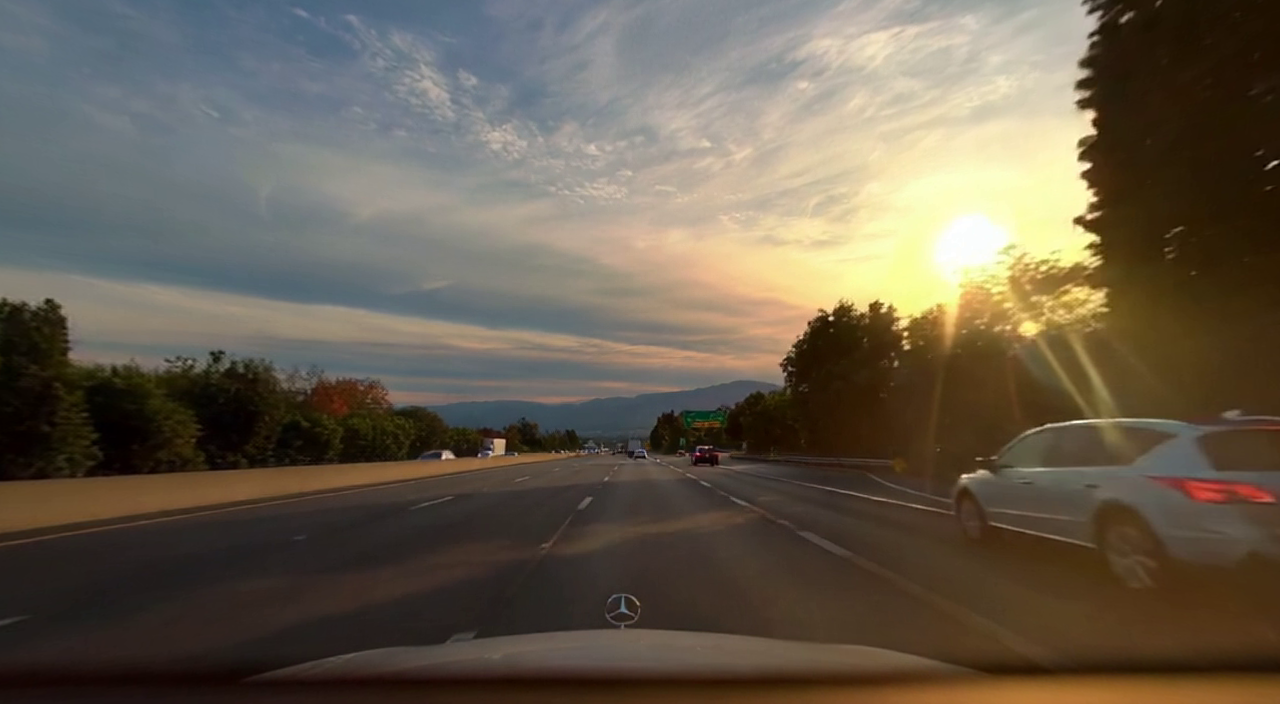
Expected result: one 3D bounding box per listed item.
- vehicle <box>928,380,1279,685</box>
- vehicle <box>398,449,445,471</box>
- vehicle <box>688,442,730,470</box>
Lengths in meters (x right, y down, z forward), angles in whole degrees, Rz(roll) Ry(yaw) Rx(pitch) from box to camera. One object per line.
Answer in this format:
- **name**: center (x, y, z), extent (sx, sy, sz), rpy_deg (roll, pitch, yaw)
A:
- **vehicle**: center (4.345, 1.210, 5.006), extent (1.929, 1.604, 4.478), rpy_deg (0, -9, -1)
- **vehicle**: center (-15.616, 7.746, 45.347), extent (1.863, 1.472, 4.351), rpy_deg (0, -9, 0)
- **vehicle**: center (4.386, 6.666, 40.671), extent (2.096, 1.712, 4.697), rpy_deg (0, -9, -1)
